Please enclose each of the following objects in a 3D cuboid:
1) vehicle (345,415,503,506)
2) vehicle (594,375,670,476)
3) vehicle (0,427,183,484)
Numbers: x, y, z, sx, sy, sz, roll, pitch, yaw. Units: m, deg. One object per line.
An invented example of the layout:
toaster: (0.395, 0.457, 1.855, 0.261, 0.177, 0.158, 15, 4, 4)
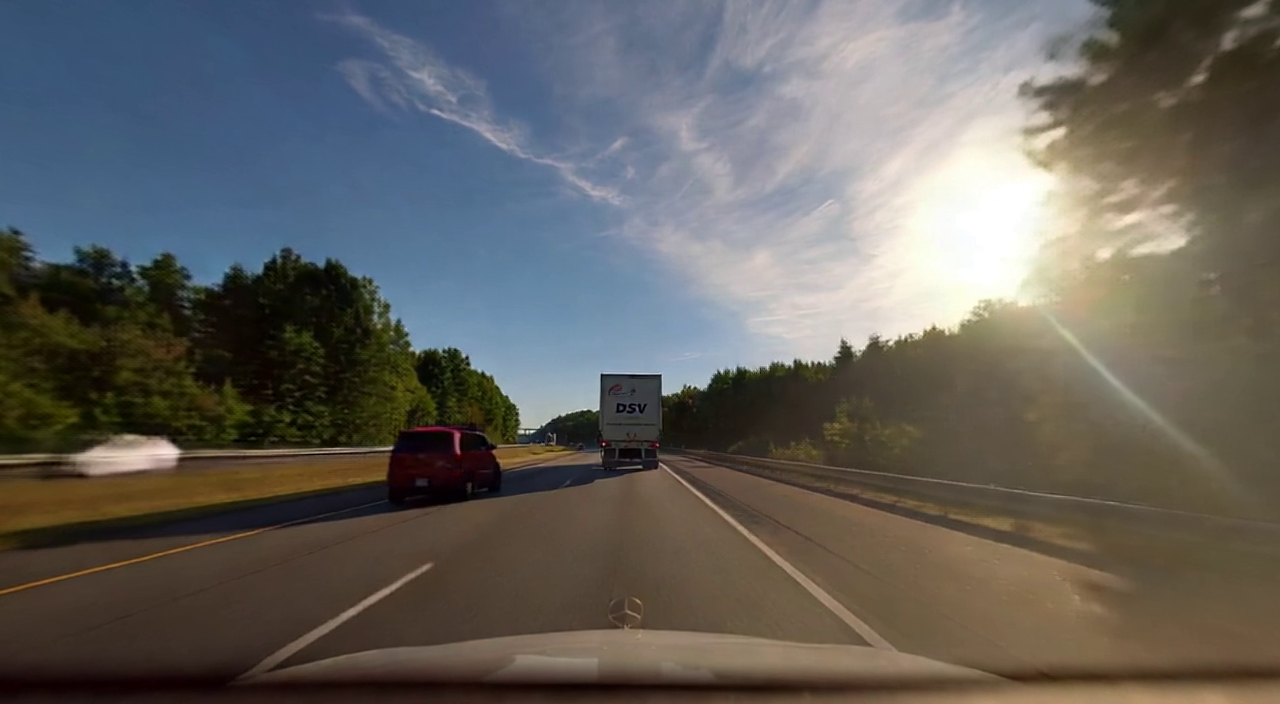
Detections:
vehicle: (-4.785, 2.486, 14.807, 2.086, 1.778, 4.544, 0, -8, 0)
vehicle: (-0.451, 3.605, 29.971, 2.969, 3.957, 10.270, 0, -8, -1)
vehicle: (-16.581, 3.100, 19.123, 1.902, 1.502, 4.621, 0, -8, -1)
